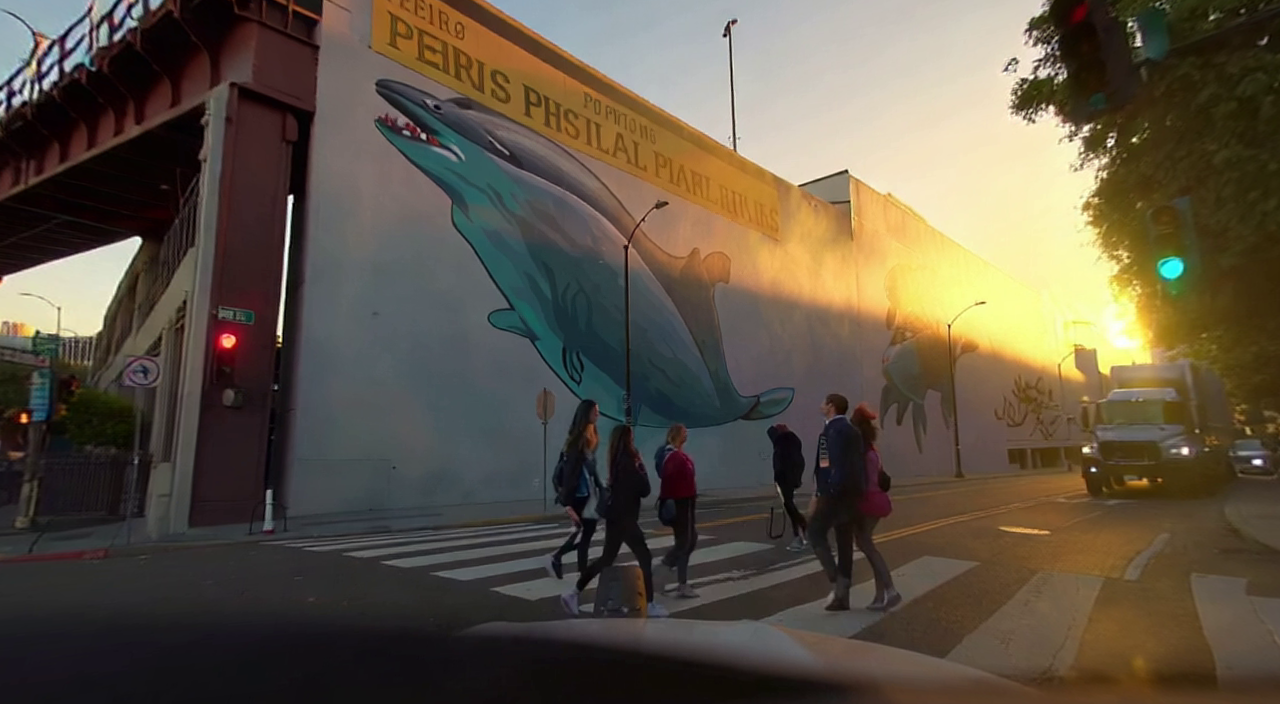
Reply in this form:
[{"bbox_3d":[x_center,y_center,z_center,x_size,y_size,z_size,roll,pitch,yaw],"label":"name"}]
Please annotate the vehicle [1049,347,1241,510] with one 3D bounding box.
[{"bbox_3d":[15.771,2.397,19.243,9.347,3.893,2.849,7,-11,-42],"label":"vehicle"}]
